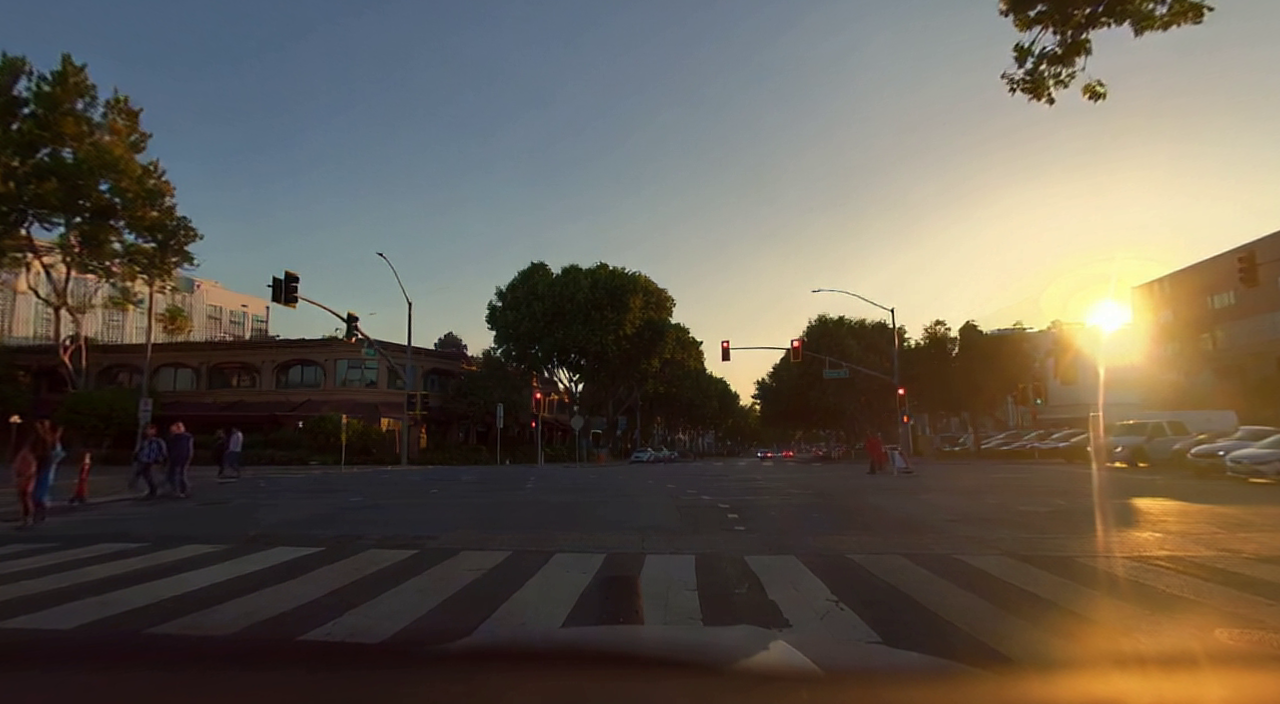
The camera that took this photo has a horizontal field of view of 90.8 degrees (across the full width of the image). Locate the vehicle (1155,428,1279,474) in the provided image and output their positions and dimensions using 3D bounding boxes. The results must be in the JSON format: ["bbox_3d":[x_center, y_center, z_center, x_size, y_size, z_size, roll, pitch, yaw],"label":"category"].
[{"bbox_3d":[20.995,3.398,21.725,4.740,1.464,1.876,-1,-9,3],"label":"vehicle"}]

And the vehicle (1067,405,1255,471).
[{"bbox_3d":[22.941,3.850,28.094,5.855,2.746,2.523,-1,-9,3],"label":"vehicle"}]

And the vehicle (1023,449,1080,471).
[{"bbox_3d":[27.711,7.242,42.689,1.589,1.405,3.633,-1,-9,4],"label":"vehicle"}]

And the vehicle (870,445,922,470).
[{"bbox_3d":[17.517,7.233,43.486,1.789,1.557,4.293,0,-9,0],"label":"vehicle"}]
